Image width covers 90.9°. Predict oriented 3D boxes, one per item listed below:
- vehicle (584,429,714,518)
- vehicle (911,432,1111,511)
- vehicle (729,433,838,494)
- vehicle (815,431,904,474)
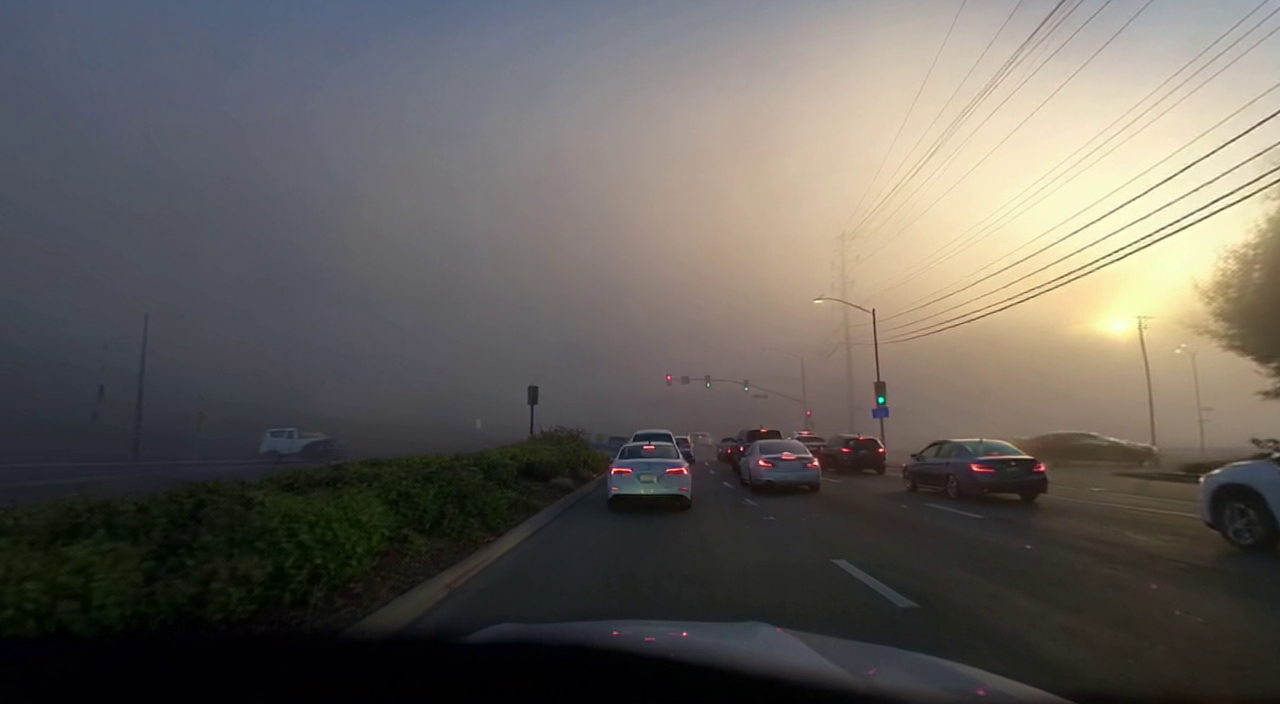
[{"bbox_3d":[0.180,2.397,12.984,2.208,1.498,4.401,0,-8,1],"label":"vehicle"},{"bbox_3d":[8.010,2.603,14.232,1.905,1.483,4.469,-1,-8,2],"label":"vehicle"},{"bbox_3d":[3.844,3.076,17.775,2.028,1.454,4.531,0,-8,1],"label":"vehicle"},{"bbox_3d":[8.703,4.044,25.487,1.966,1.536,4.666,0,-8,1],"label":"vehicle"}]
